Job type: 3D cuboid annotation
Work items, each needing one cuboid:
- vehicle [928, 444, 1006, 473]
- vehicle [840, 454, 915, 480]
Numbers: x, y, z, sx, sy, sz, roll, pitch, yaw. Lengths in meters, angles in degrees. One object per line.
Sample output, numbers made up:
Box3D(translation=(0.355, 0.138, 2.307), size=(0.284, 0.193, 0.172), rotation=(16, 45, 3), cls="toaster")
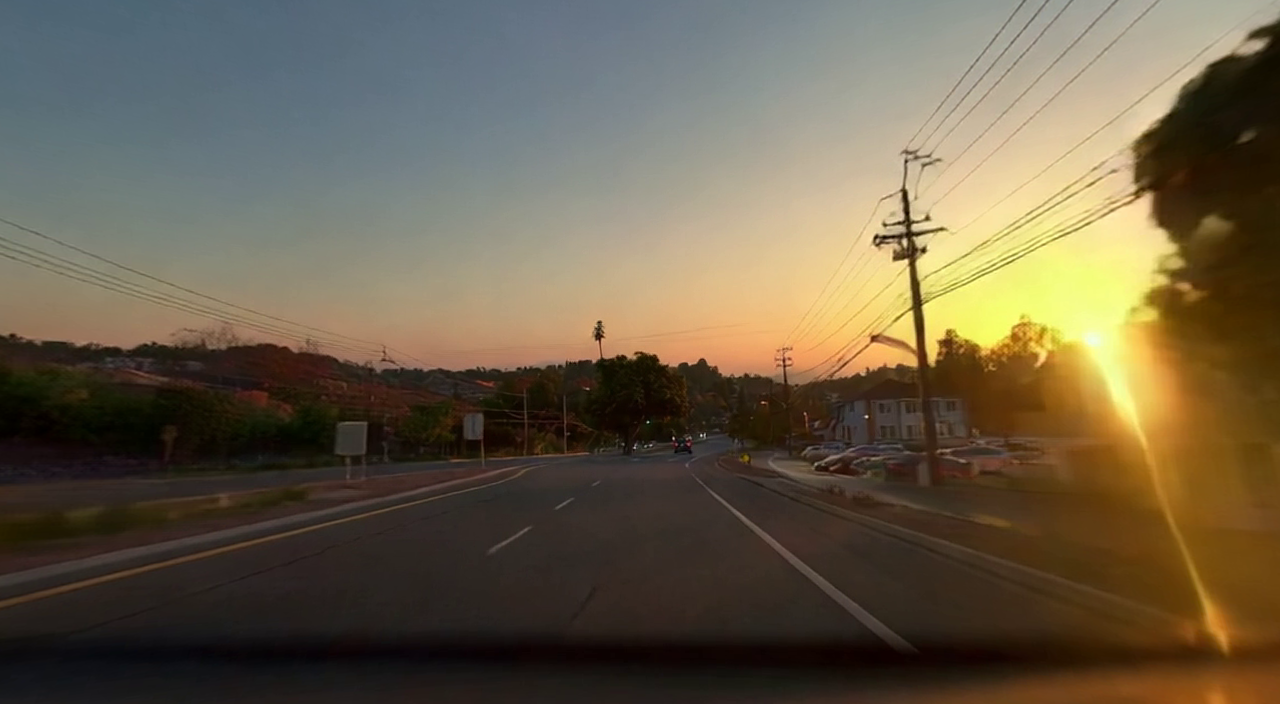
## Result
Box3D(translation=(22.612, 7.376, 43.892), size=(2.119, 1.874, 4.855), rotation=(1, -9, -12), cls="vehicle")
Box3D(translation=(15.006, 7.236, 39.793), size=(4.475, 1.492, 1.925), rotation=(5, -10, -30), cls="vehicle")
